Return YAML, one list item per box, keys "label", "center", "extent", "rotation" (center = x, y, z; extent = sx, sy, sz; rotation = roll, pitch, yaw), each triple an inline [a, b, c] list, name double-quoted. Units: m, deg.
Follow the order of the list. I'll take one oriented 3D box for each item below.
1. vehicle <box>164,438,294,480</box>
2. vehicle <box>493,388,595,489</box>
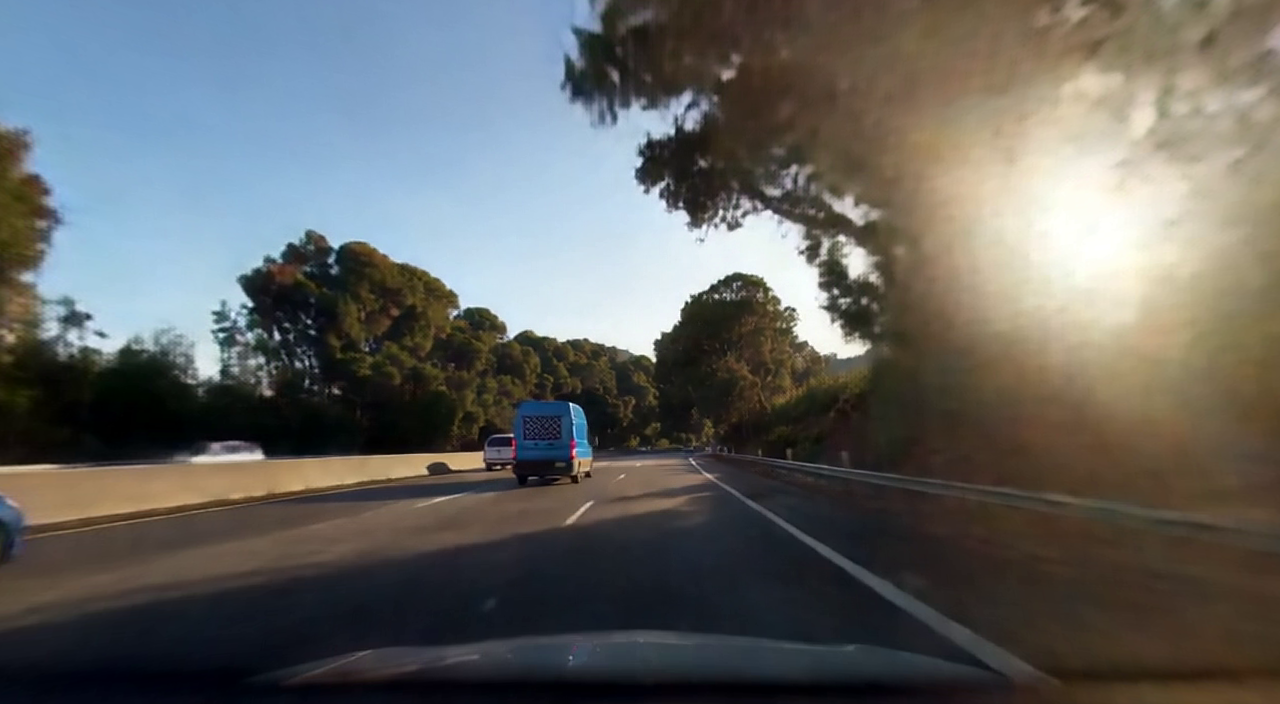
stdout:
- label: "vehicle"
  center: [-16.589, 4.334, 25.852]
  extent: [1.959, 1.547, 4.772]
  rotation: [0, -8, 2]
- label: "vehicle"
  center: [-2.952, 2.889, 20.991]
  extent: [2.319, 2.883, 5.632]
  rotation: [0, -8, 2]
